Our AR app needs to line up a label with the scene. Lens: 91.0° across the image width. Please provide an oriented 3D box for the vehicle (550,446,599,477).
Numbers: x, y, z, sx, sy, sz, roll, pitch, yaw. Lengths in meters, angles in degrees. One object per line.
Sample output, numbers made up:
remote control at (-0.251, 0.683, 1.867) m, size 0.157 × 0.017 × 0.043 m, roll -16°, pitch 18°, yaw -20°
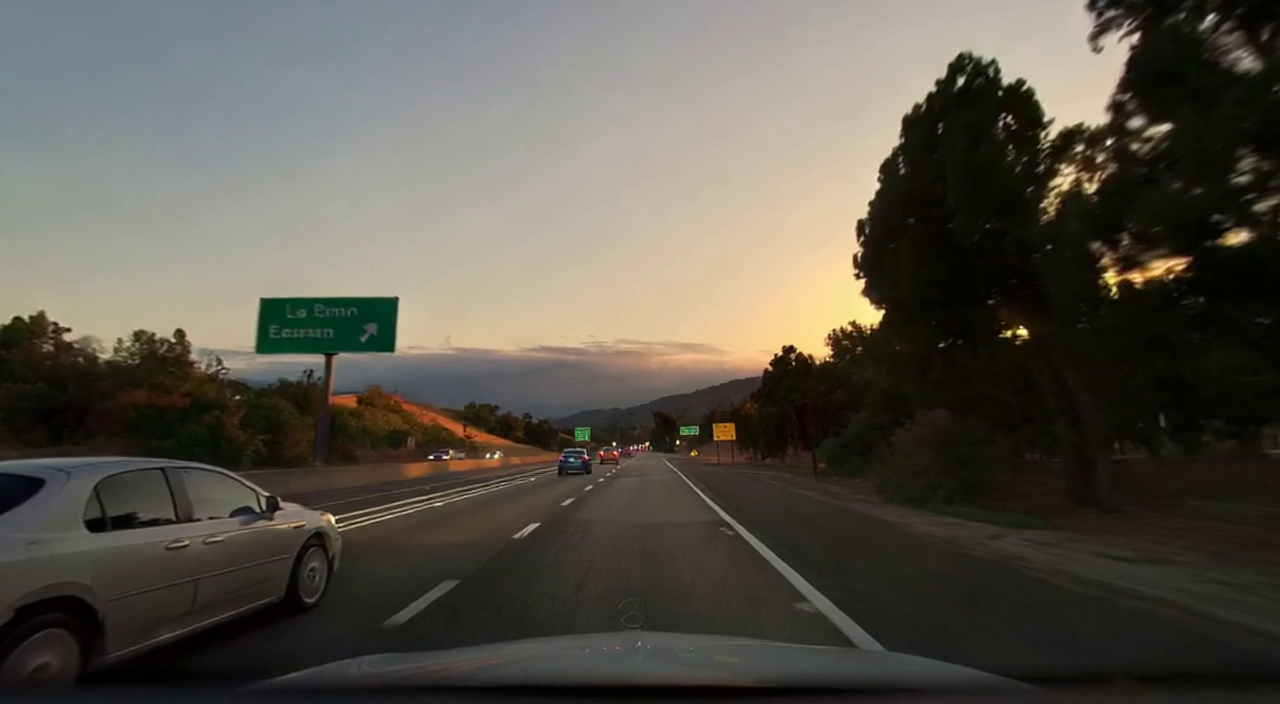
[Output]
vehicle at (-3.477, 5.915, 34.271) m, size 2.044 × 1.527 × 4.607 m, roll 0°, pitch -9°, yaw 1°

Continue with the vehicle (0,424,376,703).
vehicle at (-4.088, 1.398, 4.965) m, size 2.011 × 1.481 × 4.434 m, roll 0°, pitch -9°, yaw 1°
